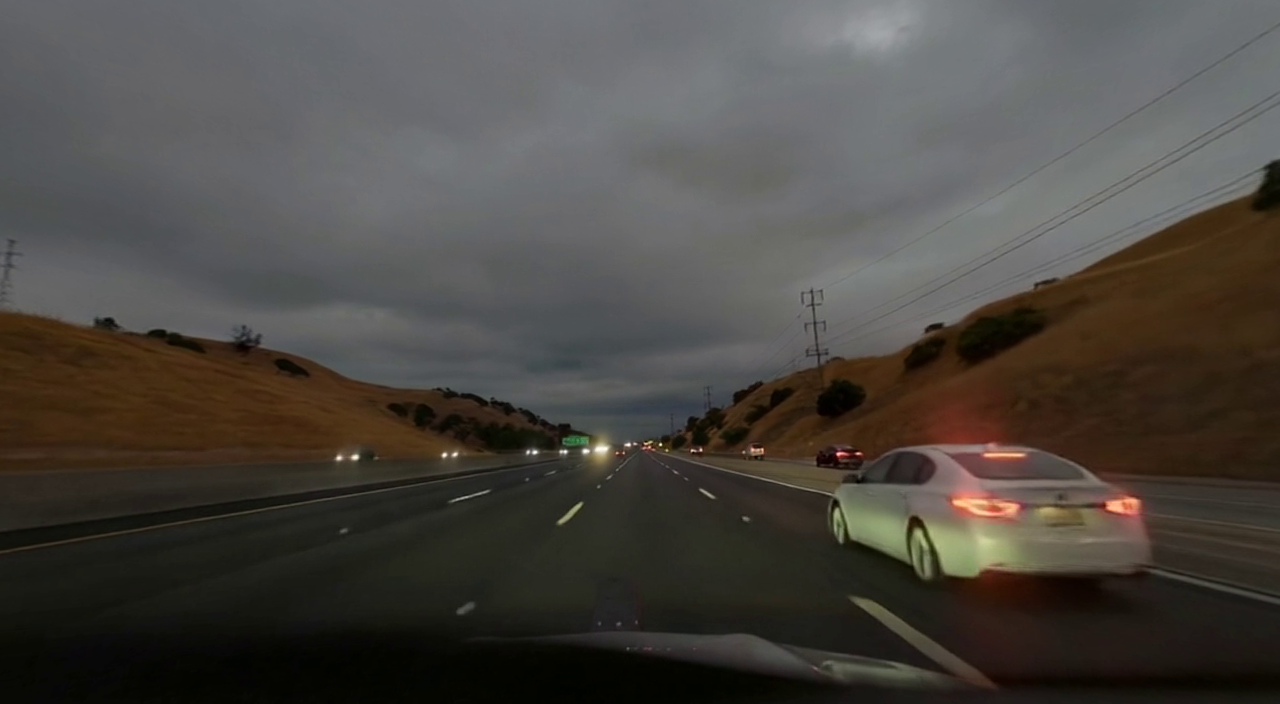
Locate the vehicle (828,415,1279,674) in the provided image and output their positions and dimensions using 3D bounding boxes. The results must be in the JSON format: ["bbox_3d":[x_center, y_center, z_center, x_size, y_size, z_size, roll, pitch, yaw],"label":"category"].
[{"bbox_3d":[3.531,1.495,6.045,2.086,1.542,4.355,0,-9,0],"label":"vehicle"}]
